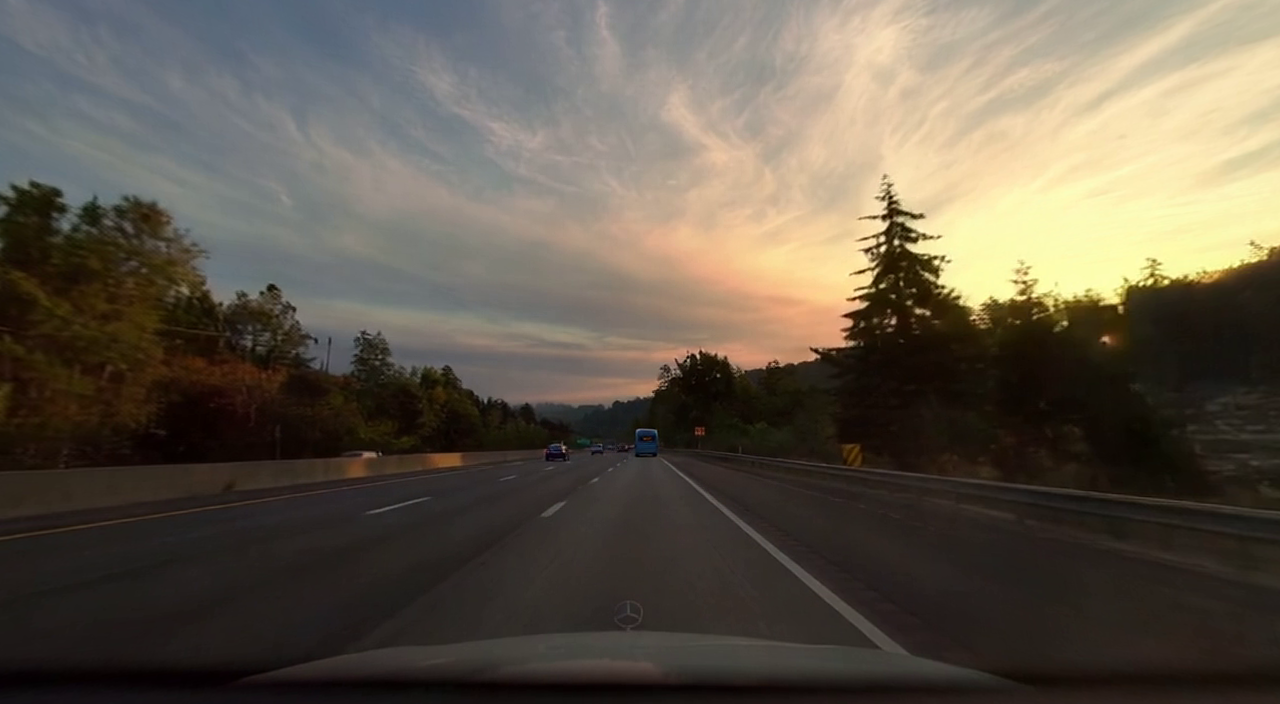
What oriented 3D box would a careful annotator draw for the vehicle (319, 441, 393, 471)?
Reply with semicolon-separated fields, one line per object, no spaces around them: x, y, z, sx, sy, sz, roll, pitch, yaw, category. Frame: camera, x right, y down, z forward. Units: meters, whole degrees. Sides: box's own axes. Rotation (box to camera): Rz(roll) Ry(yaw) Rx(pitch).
-17.094;6.273;38.302;2.082;1.674;5.056;0;-8;1;vehicle
